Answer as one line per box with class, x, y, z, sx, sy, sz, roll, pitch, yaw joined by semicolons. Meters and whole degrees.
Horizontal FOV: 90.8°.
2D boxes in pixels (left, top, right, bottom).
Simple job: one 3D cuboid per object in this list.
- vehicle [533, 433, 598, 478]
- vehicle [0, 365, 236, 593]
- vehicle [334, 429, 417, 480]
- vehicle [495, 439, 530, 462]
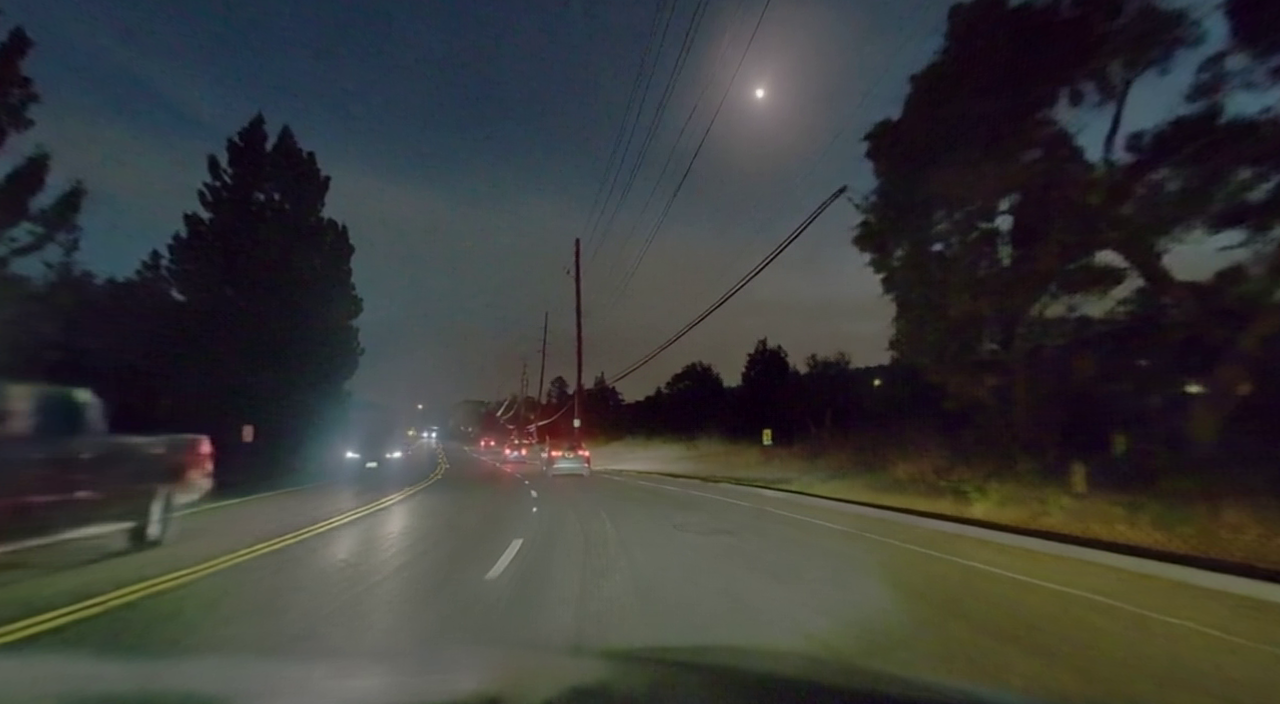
vehicle;-3.408;4.572;28.100;2.140;1.767;4.720;2;-9;-16
vehicle;-7.173;1.278;6.532;2.524;2.051;5.963;1;-9;-6
vehicle;-9.874;3.798;23.965;1.967;1.688;4.286;0;-6;-10
vehicle;-9.963;7.628;49.128;2.075;1.699;4.520;3;-9;-18
